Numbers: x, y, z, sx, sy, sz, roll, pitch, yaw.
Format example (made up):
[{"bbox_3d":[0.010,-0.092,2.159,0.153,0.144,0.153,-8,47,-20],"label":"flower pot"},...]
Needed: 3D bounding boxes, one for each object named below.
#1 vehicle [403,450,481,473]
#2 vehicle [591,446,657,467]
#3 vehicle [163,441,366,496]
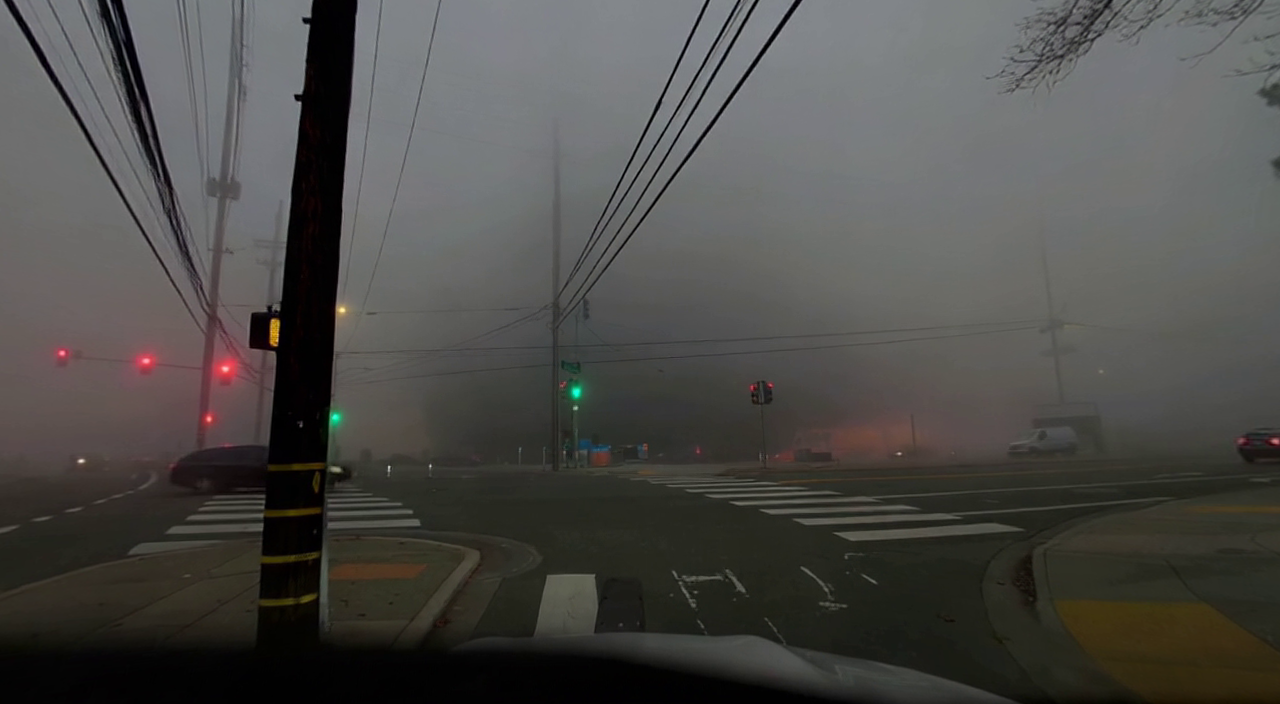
[{"bbox_3d":[-13.556,7.475,43.272,4.837,1.407,1.818,4,-9,-26],"label":"vehicle"},{"bbox_3d":[-1.150,7.542,45.810,4.391,1.451,1.717,4,-9,-26],"label":"vehicle"},{"bbox_3d":[-10.831,3.359,18.449,4.700,1.479,2.095,-1,-8,7],"label":"vehicle"}]
